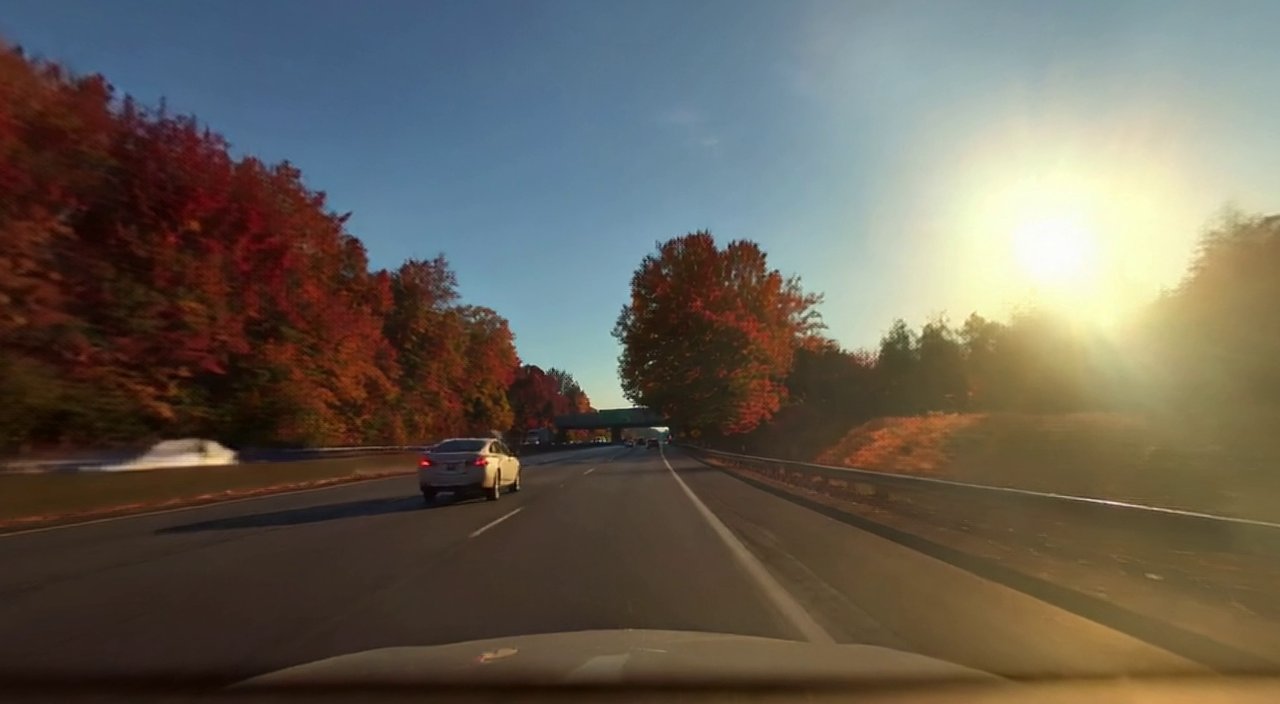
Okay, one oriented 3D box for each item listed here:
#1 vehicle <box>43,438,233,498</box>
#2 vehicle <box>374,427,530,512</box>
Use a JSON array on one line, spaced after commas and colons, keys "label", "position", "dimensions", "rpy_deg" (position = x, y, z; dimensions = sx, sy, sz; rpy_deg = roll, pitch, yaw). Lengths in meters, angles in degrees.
[{"label": "vehicle", "position": [-15.528, 3.569, 19.910], "dimensions": [2.010, 1.645, 4.728], "rpy_deg": [0, -8, 1]}, {"label": "vehicle", "position": [-4.071, 2.618, 14.586], "dimensions": [2.123, 1.643, 4.479], "rpy_deg": [0, -8, 1]}]
